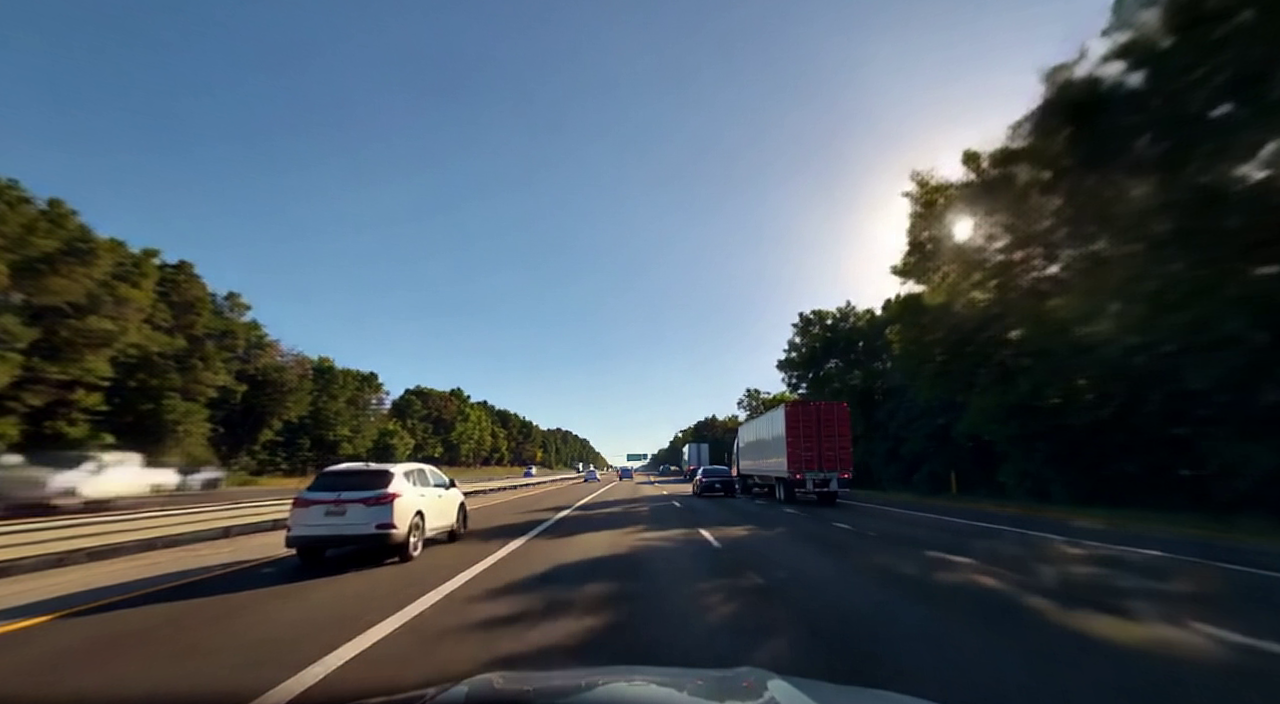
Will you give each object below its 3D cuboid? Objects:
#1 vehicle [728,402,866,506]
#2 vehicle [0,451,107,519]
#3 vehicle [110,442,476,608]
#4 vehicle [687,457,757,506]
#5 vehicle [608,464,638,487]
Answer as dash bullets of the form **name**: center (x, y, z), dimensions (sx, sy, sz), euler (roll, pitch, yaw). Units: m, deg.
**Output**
- **vehicle**: center (7.506, 5.671, 34.011), dimensions (2.861, 4.086, 17.499), euler (1, -10, -1)
- **vehicle**: center (-15.538, 3.086, 14.672), dimensions (1.943, 1.509, 4.783), euler (1, -10, 0)
- **vehicle**: center (-3.826, 2.030, 8.209), dimensions (2.065, 1.485, 4.682), euler (1, -10, 0)
- **vehicle**: center (3.089, 5.032, 24.712), dimensions (2.050, 1.708, 4.457), euler (1, -10, -1)
- **vehicle**: center (-1.167, 8.919, 45.607), dimensions (2.025, 1.547, 4.150), euler (1, -10, 0)
